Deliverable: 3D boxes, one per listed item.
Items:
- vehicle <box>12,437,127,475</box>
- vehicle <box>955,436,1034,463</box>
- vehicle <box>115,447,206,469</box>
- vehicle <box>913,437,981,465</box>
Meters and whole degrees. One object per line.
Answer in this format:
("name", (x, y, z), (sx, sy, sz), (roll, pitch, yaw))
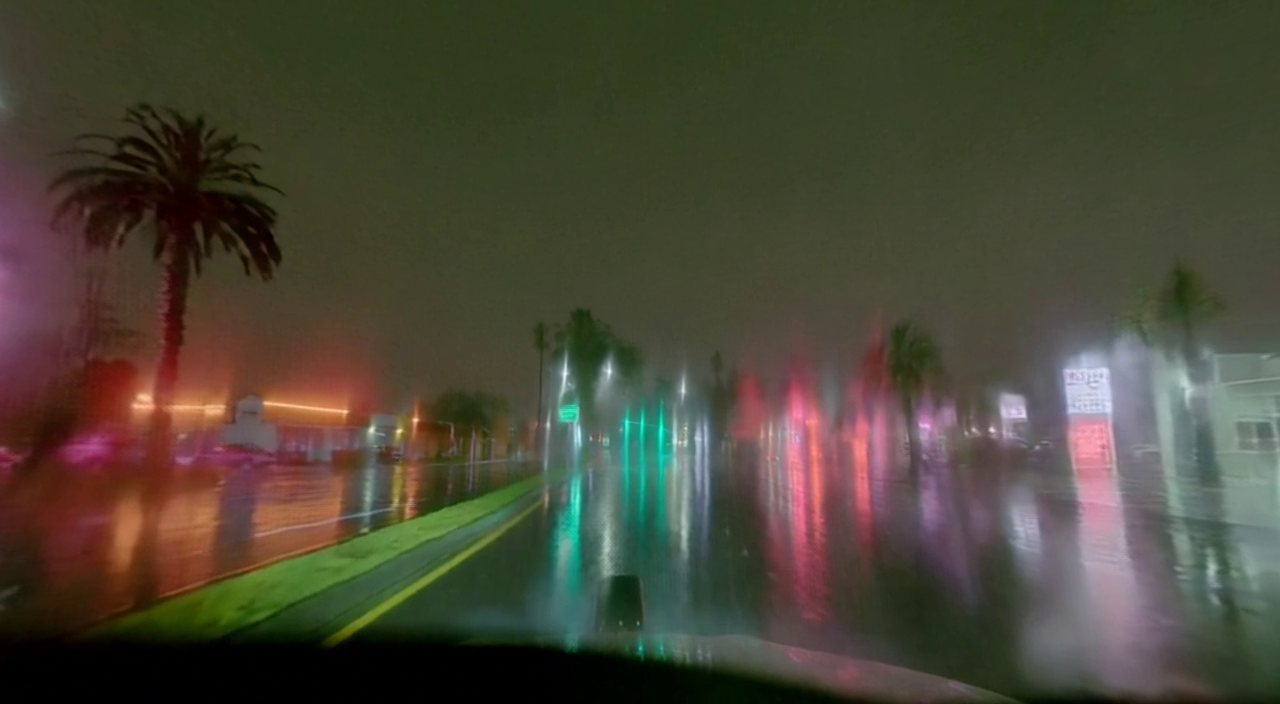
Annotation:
("vehicle", (-32.430, 5.909, 36.023), (4.437, 2.070, 2.023), (0, -9, -2))
("vehicle", (20.700, 5.747, 37.160), (1.986, 1.454, 4.332), (-1, -9, -2))
("vehicle", (-32.563, 7.193, 43.002), (4.527, 1.453, 2.006), (0, -9, -1))
("vehicle", (17.891, 5.765, 37.013), (1.852, 1.487, 3.896), (-1, -8, -3))
